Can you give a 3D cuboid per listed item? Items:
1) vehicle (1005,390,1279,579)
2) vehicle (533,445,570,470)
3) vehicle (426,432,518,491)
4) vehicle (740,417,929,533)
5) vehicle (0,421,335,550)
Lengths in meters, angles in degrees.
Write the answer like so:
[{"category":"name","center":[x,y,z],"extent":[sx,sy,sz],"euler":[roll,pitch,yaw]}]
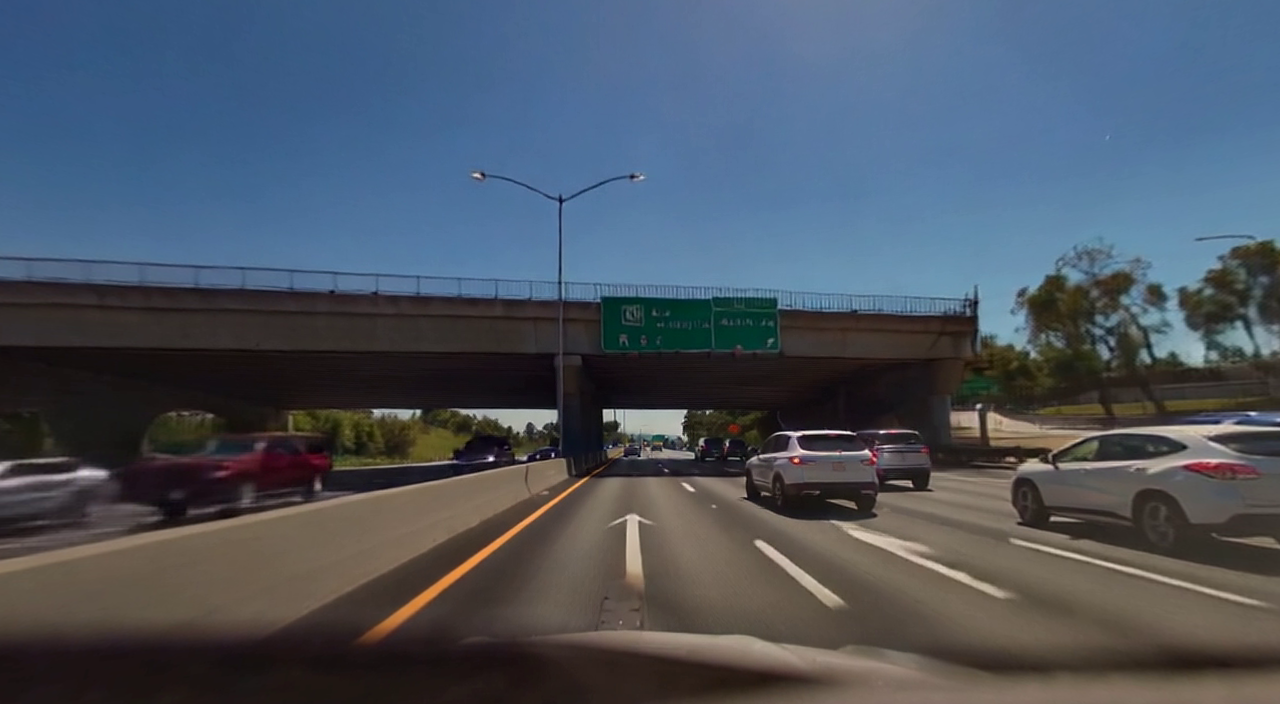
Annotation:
[{"category":"vehicle","center":[7.166,1.557,7.989],"extent":[2.040,1.801,4.959],"euler":[0,-8,-1]},{"category":"vehicle","center":[-5.816,6.940,41.816],"extent":[1.888,1.532,3.906],"euler":[0,-8,0]},{"category":"vehicle","center":[-5.749,3.794,22.284],"extent":[2.048,1.838,4.587],"euler":[0,-8,-1]},{"category":"vehicle","center":[3.242,2.151,11.616],"extent":[2.059,1.711,4.302],"euler":[0,-8,0]},{"category":"vehicle","center":[-9.060,2.597,13.239],"extent":[2.273,2.041,6.129],"euler":[0,-8,0]}]
